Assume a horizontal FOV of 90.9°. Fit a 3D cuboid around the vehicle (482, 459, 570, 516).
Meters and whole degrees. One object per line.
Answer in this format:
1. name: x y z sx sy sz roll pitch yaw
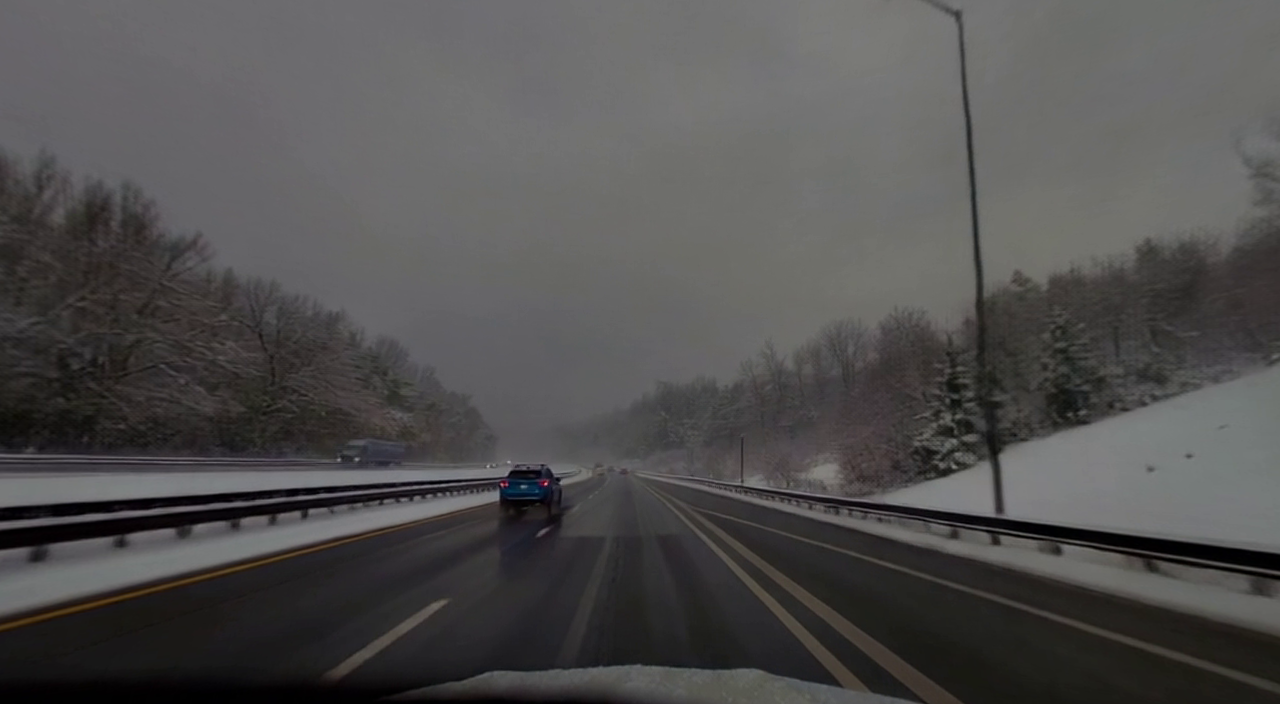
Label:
1. vehicle: -3.485 4.267 20.128 1.967 1.556 4.364 1 -10 0
